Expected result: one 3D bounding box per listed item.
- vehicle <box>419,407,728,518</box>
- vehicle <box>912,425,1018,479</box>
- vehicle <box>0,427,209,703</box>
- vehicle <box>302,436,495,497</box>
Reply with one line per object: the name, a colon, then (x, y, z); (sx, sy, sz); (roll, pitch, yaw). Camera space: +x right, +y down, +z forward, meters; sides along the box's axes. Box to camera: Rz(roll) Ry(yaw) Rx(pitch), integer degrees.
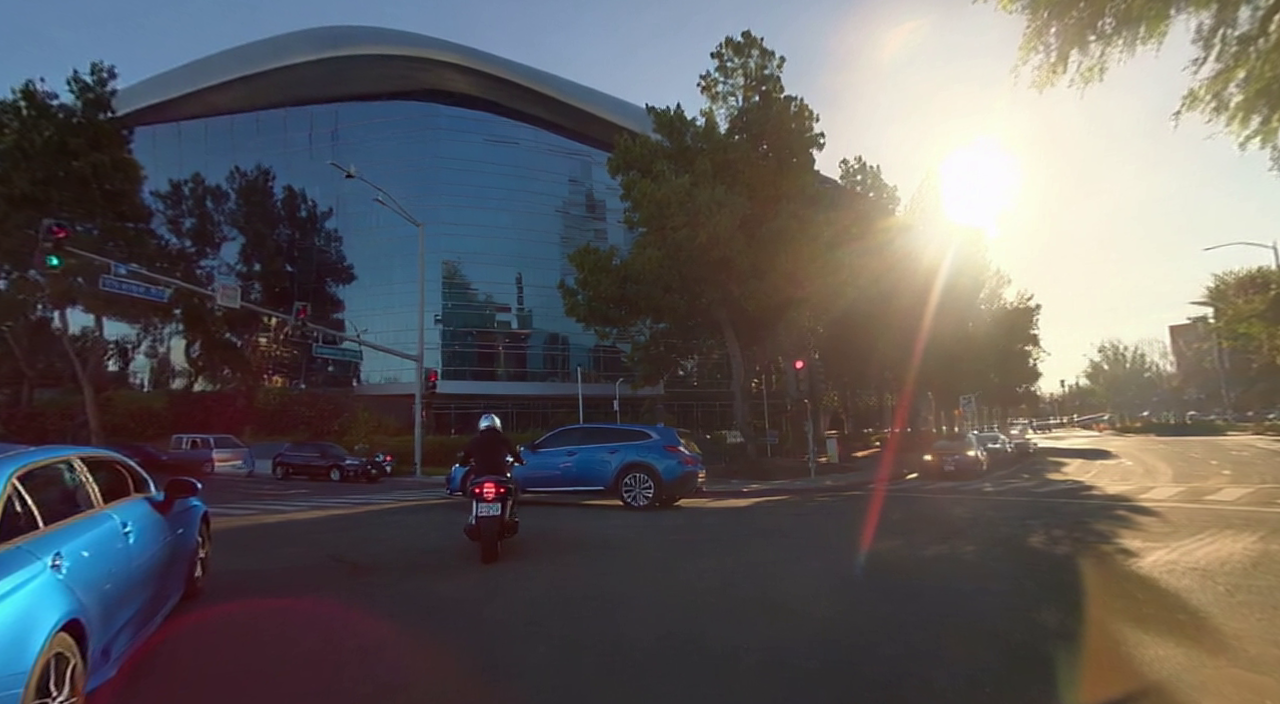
vehicle: (-1.369, 2.216, 13.152); (5.833, 1.960, 2.341); (2, -9, -13)
vehicle: (11.430, 3.455, 22.023); (2.084, 1.656, 4.583); (-8, -11, 41)
vehicle: (-4.670, 1.331, 4.634); (2.009, 1.450, 4.182); (6, -11, -39)
vehicle: (-6.336, 3.033, 16.858); (4.401, 1.480, 1.864); (-1, -8, 5)
